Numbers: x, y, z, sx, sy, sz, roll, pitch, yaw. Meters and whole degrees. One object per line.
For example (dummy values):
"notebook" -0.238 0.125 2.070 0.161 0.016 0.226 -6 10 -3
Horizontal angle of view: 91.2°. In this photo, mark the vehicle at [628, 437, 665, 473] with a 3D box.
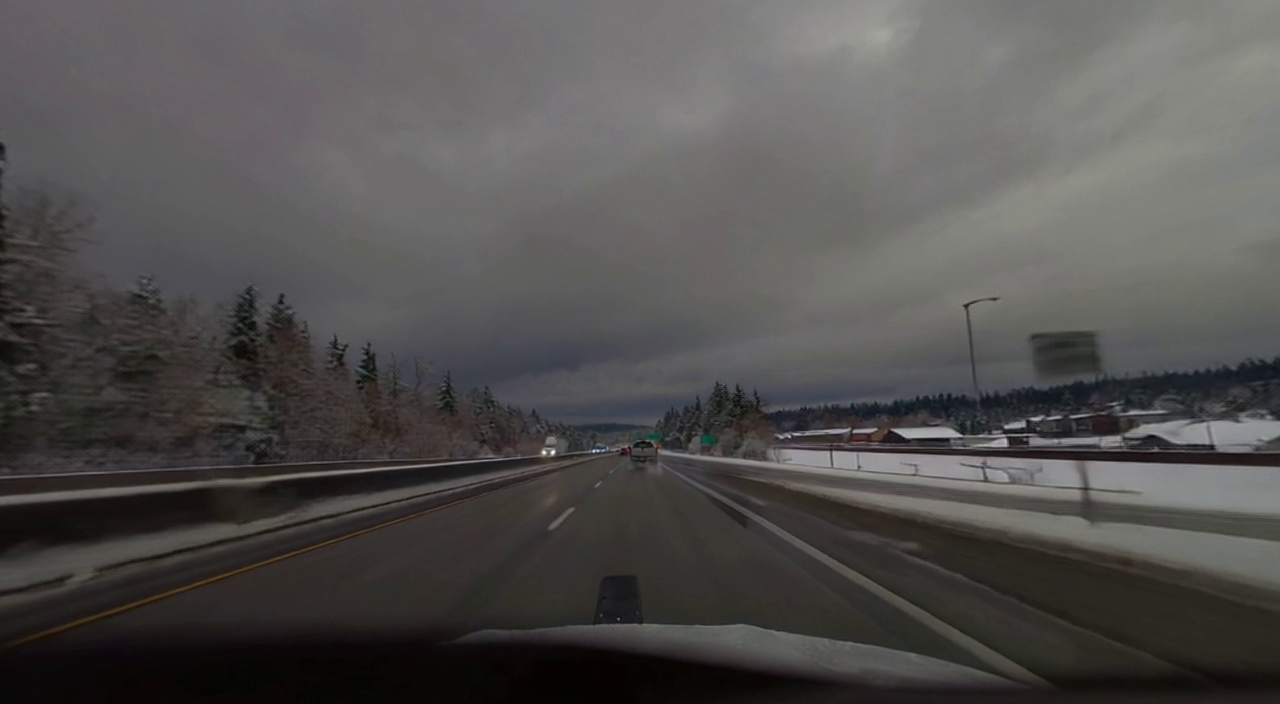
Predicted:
"vehicle" 0.430 6.604 40.336 2.268 2.122 4.595 -1 -9 1
